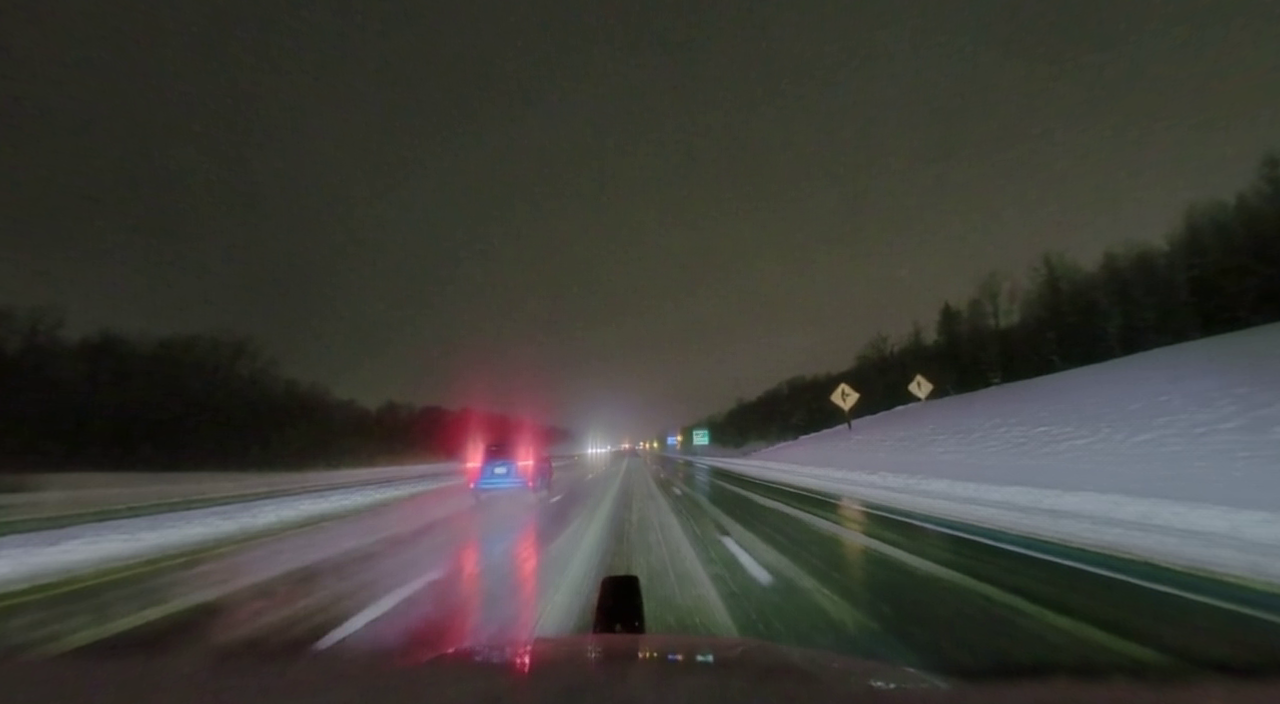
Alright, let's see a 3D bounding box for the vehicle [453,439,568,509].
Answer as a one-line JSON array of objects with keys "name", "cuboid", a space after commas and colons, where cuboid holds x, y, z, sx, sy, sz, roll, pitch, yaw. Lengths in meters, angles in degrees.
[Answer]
[{"name": "vehicle", "cuboid": [-3.254, 3.169, 16.826, 2.069, 1.573, 4.589, 0, -9, 1]}]
